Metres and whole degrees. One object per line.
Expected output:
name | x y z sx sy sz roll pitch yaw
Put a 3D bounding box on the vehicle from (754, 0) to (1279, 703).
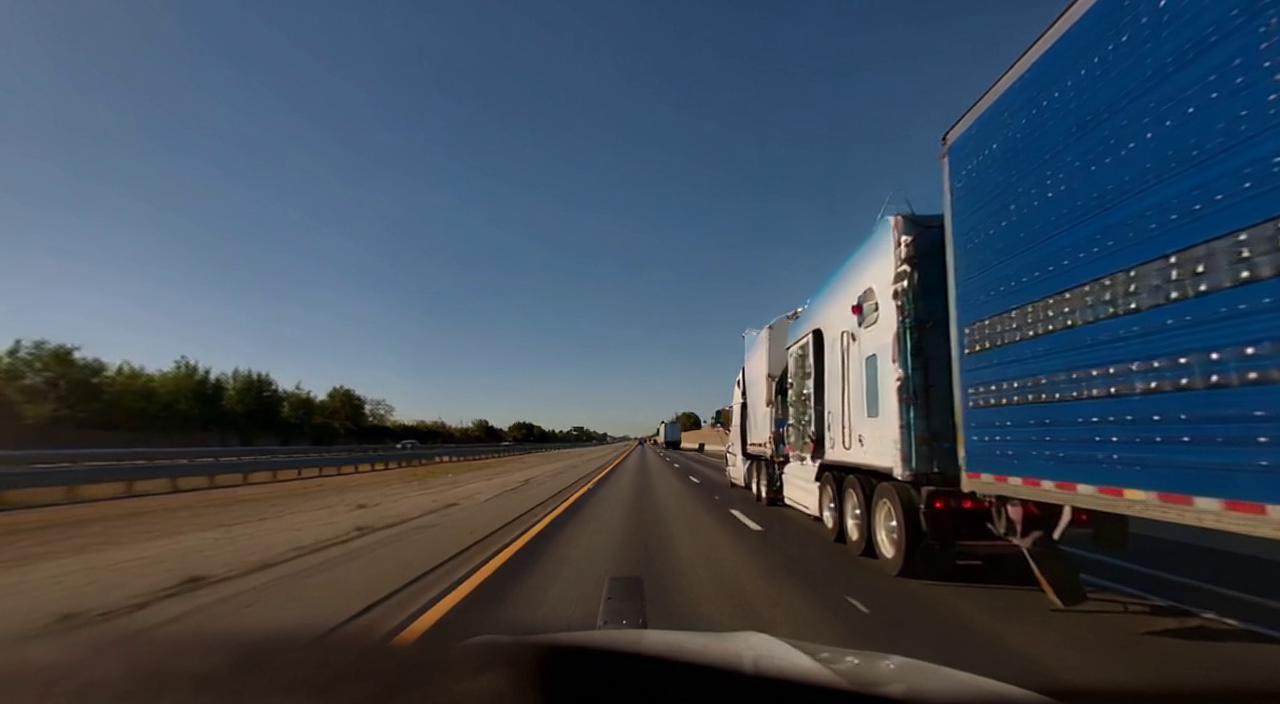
vehicle | 4.067 0.078 5.388 2.976 4.114 16.788 0 -8 0
